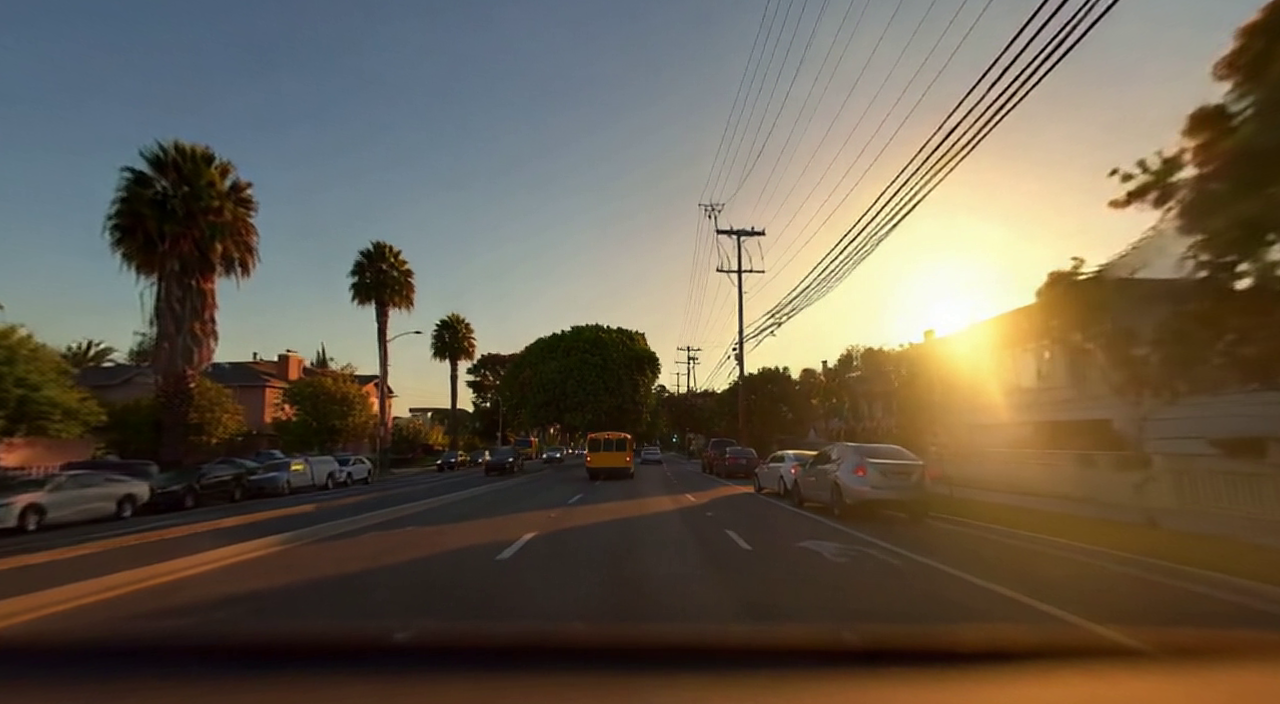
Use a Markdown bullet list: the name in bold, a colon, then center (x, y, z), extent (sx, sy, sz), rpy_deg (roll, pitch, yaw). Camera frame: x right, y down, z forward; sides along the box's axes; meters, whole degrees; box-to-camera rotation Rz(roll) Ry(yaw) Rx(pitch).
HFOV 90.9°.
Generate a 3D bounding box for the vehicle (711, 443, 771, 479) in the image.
- **vehicle**: center (4.376, 4.801, 28.032), extent (1.838, 1.458, 4.750), rpy_deg (0, -8, -1)

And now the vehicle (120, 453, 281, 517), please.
- **vehicle**: center (-13.644, 4.105, 20.013), extent (1.979, 1.509, 4.763), rpy_deg (-3, -7, -4)

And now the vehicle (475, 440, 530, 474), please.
- **vehicle**: center (-7.912, 6.049, 36.652), extent (2.096, 1.798, 4.831), rpy_deg (0, -8, 0)

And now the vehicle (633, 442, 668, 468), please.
- **vehicle**: center (0.691, 6.372, 39.114), extent (2.063, 1.495, 3.849), rpy_deg (0, -8, 1)

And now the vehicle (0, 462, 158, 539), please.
- **vehicle**: center (-13.150, 3.292, 14.068), extent (1.841, 1.356, 3.938), rpy_deg (-6, -8, -2)

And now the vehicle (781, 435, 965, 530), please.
- **vehicle**: center (4.247, 2.431, 12.364), extent (1.946, 1.530, 4.240), rpy_deg (0, -8, -1)

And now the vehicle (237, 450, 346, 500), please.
- **vehicle**: center (-14.147, 4.977, 25.943), extent (2.041, 1.643, 4.665), rpy_deg (-4, -9, -3)

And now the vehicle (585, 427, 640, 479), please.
- **vehicle**: center (-1.190, 4.299, 27.036), extent (2.168, 2.040, 4.527), rpy_deg (0, -8, -3)
